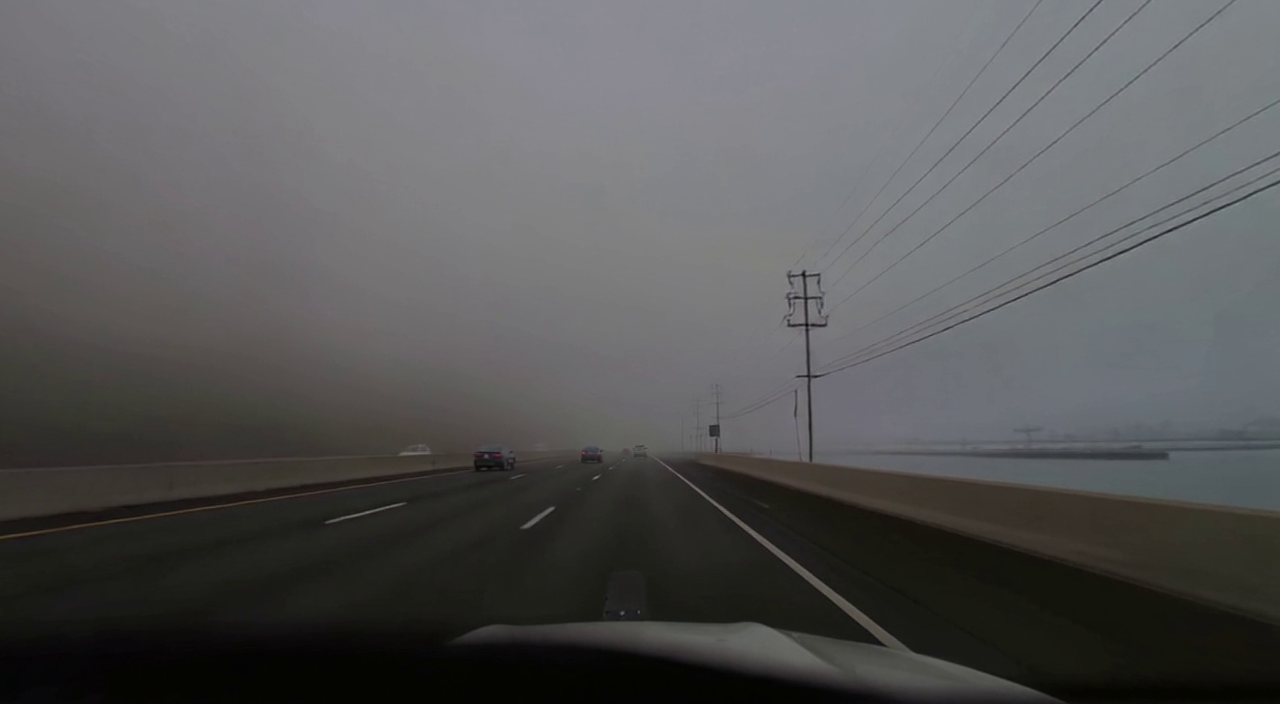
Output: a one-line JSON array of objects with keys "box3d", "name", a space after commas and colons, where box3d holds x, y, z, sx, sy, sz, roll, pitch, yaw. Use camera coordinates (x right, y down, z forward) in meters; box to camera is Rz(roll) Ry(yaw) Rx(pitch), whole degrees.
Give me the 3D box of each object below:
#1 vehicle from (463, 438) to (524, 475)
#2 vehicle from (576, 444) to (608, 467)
[{"box3d": [-7.432, 5.354, 32.526, 2.050, 1.717, 4.418, 0, -9, 1], "name": "vehicle"}, {"box3d": [-3.404, 7.432, 45.491, 1.957, 1.494, 4.207, 0, -9, 1], "name": "vehicle"}]
